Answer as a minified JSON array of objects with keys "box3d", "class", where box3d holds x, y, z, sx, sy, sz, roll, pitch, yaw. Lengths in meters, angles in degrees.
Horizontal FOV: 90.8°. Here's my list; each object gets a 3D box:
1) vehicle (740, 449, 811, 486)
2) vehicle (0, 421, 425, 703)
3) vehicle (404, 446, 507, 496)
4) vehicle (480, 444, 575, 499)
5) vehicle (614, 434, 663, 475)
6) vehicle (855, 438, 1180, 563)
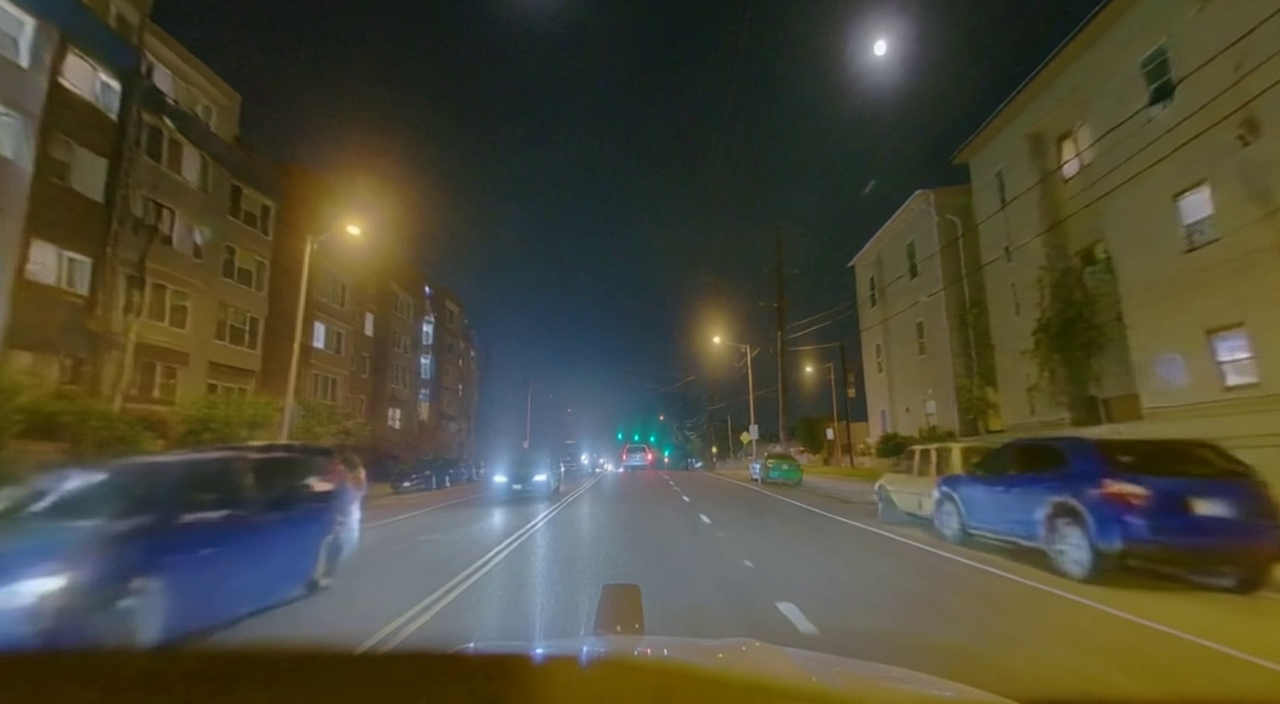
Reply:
[{"box3d":[5.962,5.126,28.403,1.943,1.490,4.783,0,-8,-2],"class":"vehicle"},{"box3d":[-3.724,1.401,5.137,2.013,1.497,4.456,-1,-8,6],"class":"vehicle"},{"box3d":[-6.084,3.950,21.477,2.023,1.492,4.666,0,-8,1],"class":"vehicle"},{"box3d":[-3.352,3.639,19.760,2.057,1.476,4.593,0,-8,1],"class":"vehicle"},{"box3d":[-0.031,5.240,32.124,2.308,1.940,4.125,-1,-10,1],"class":"vehicle"},{"box3d":[6.230,2.497,11.731,2.350,1.706,5.901,0,-8,-1],"class":"vehicle"}]
